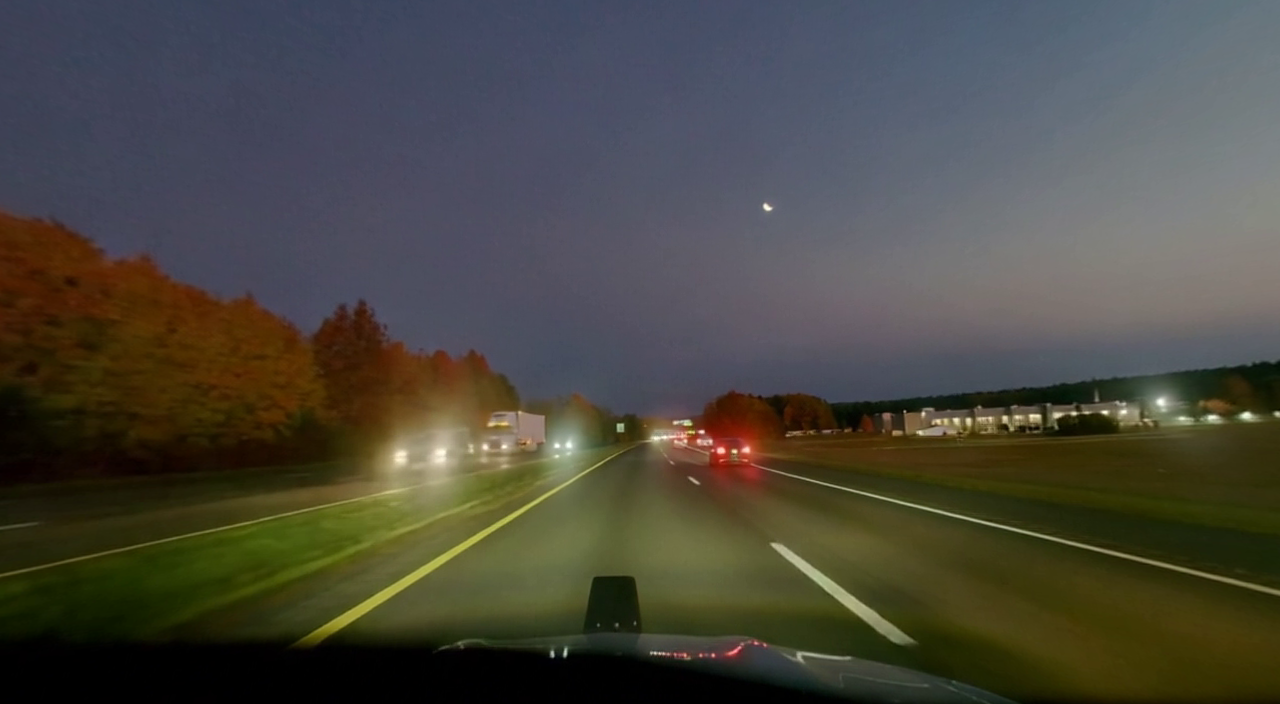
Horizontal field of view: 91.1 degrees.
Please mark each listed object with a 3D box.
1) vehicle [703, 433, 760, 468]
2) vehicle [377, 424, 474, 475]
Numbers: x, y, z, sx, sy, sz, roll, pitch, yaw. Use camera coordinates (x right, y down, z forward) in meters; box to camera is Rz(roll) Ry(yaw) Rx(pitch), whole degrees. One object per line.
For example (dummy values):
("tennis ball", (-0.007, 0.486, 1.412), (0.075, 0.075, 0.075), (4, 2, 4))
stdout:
("vehicle", (4.285, 4.690, 30.105), (2.024, 1.516, 4.197), (0, -8, -1))
("vehicle", (-8.413, 3.865, 25.149), (2.096, 1.813, 4.961), (-1, -8, 0))
